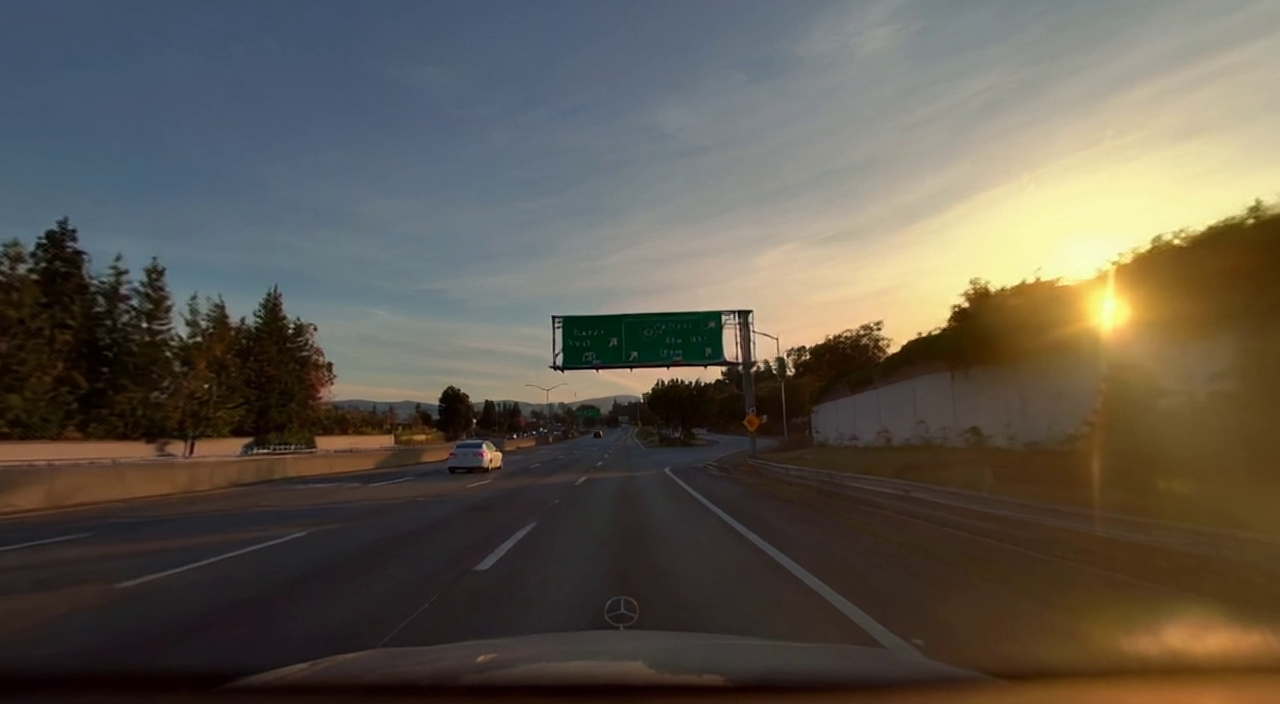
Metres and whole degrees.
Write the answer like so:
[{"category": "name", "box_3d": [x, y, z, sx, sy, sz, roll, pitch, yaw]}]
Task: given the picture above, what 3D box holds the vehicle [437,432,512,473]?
[{"category": "vehicle", "box_3d": [-7.483, 4.592, 29.086, 2.115, 1.711, 4.722, 0, -8, 0]}]
